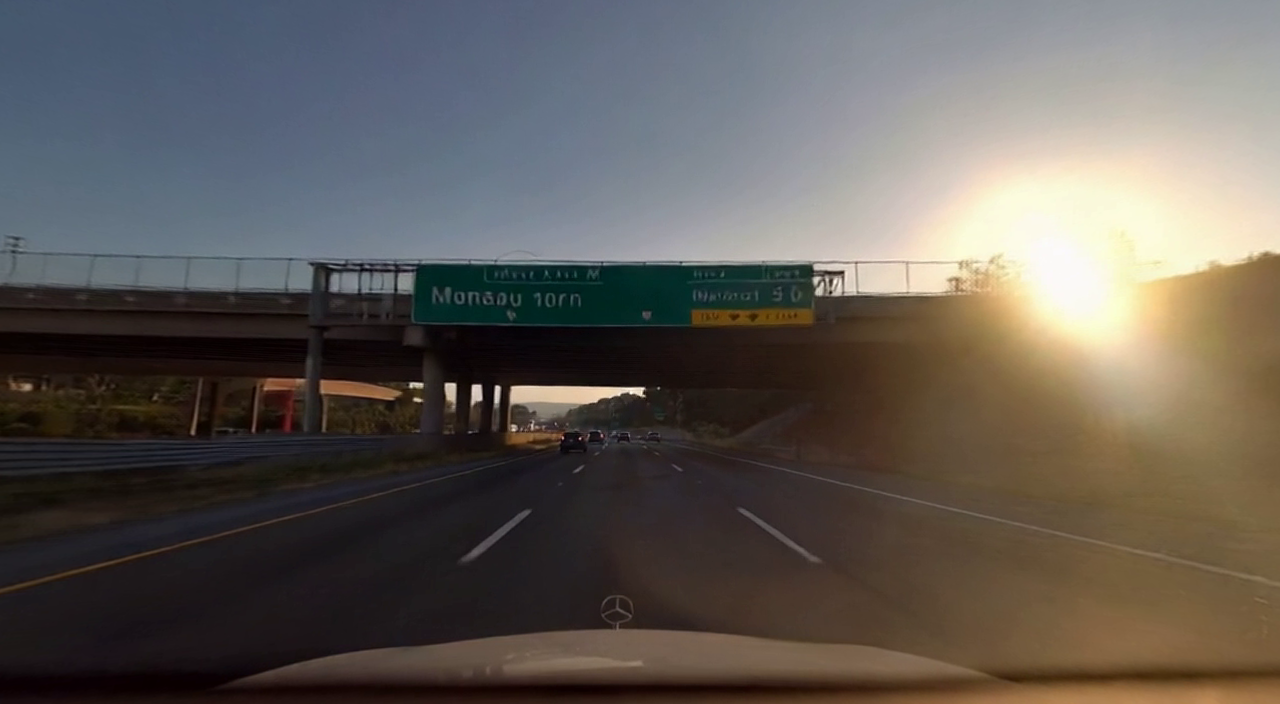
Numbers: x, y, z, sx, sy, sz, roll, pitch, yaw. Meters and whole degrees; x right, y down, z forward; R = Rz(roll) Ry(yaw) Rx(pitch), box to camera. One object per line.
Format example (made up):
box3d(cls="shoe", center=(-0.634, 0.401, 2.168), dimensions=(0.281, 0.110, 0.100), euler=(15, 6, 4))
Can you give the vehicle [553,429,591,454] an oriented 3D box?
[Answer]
box3d(cls="vehicle", center=(-4.428, 5.889, 41.654), dimensions=(2.062, 1.591, 4.156), euler=(0, -7, -1))
